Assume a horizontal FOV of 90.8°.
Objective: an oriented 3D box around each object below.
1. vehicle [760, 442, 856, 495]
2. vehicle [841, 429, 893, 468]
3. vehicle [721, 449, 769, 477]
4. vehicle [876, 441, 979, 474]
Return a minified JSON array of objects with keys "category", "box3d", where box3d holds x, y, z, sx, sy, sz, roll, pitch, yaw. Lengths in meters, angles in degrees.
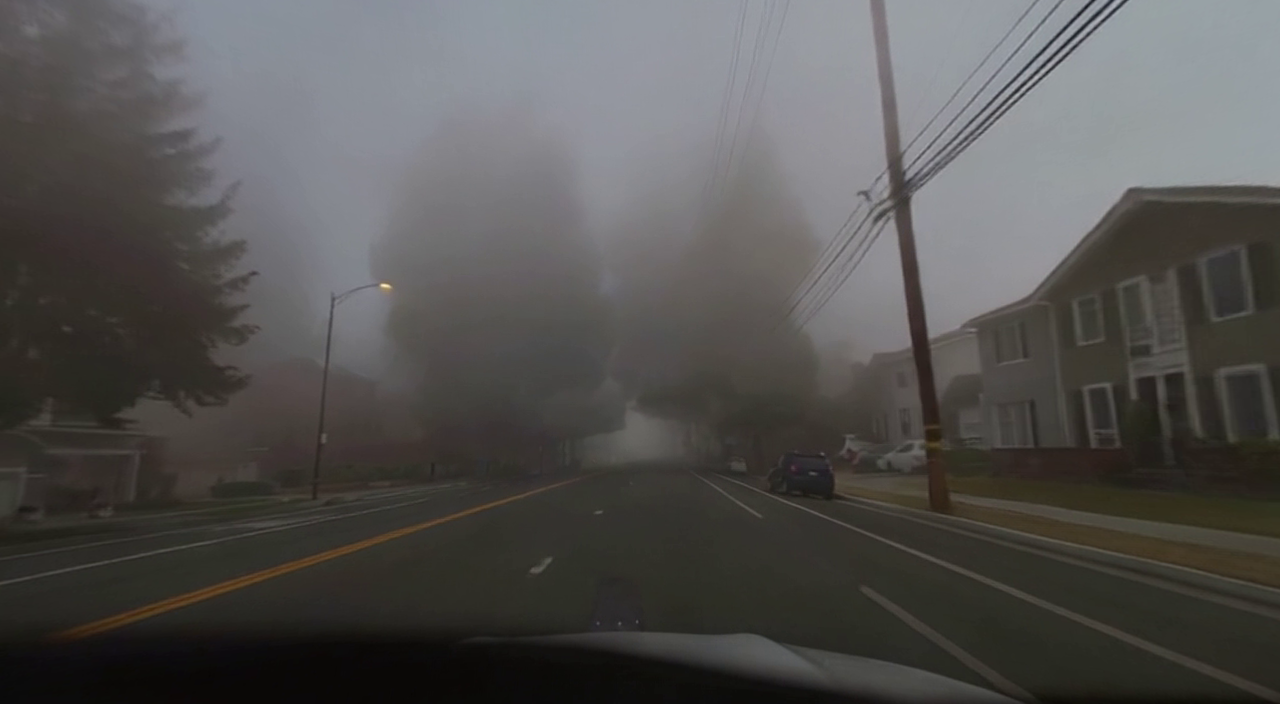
[{"category":"vehicle","box3d":[5.541,3.941,21.581,1.971,1.558,4.895,0,-10,0]},{"category":"vehicle","box3d":[13.883,5.840,38.359,2.330,2.123,6.314,-4,-9,25]},{"category":"vehicle","box3d":[6.102,6.466,37.103,1.938,1.464,4.390,-1,-8,-2]},{"category":"vehicle","box3d":[14.172,5.203,31.330,4.132,1.535,1.923,-1,-8,3]}]
